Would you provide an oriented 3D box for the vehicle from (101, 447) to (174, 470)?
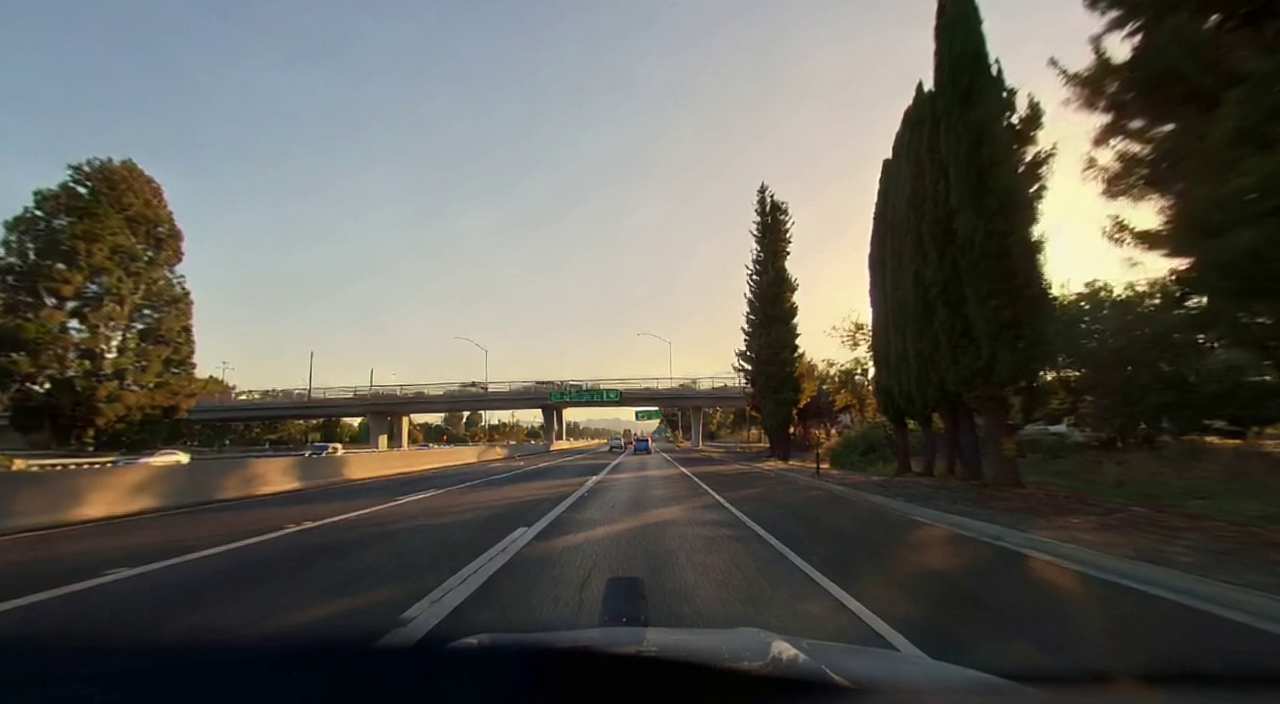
[{"bbox_3d":[-39.341,8.353,49.559,1.935,1.689,4.594,0,-8,0],"label":"vehicle"}]
